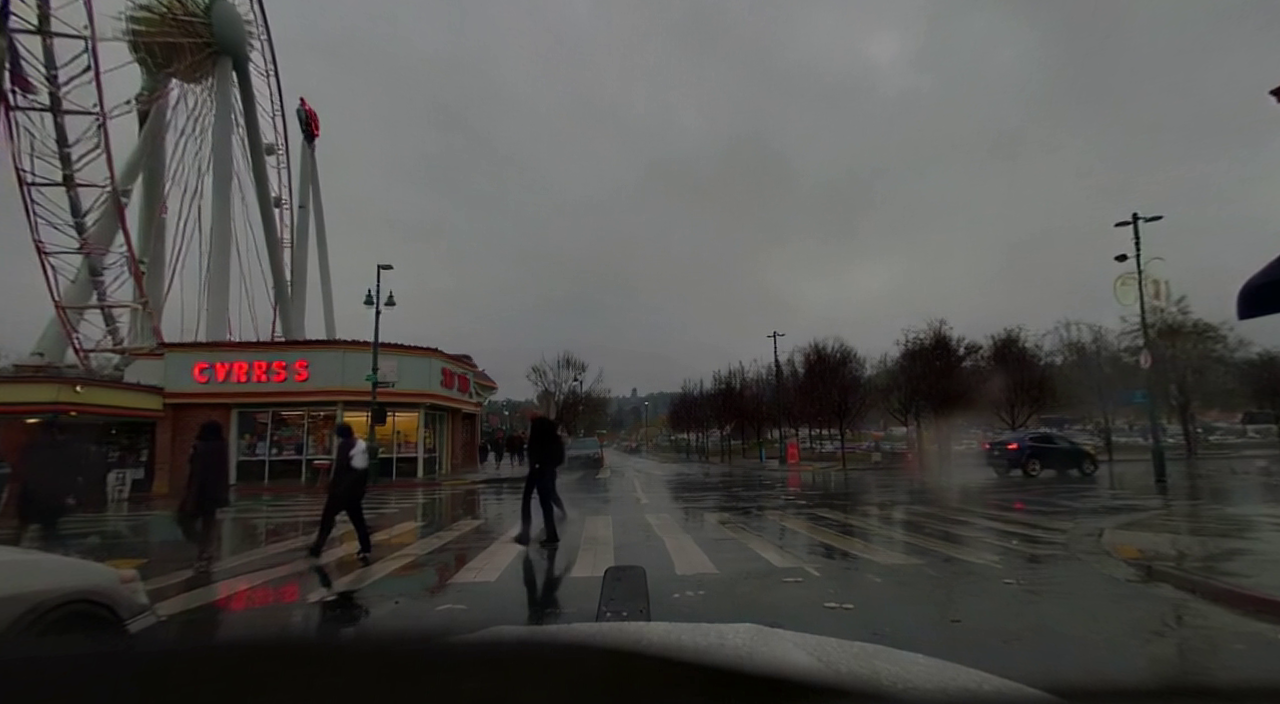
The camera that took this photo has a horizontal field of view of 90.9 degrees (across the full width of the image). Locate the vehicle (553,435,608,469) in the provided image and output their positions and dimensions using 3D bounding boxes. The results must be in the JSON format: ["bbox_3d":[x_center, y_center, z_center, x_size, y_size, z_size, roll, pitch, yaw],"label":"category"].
[{"bbox_3d":[-3.890,6.350,40.259,2.549,2.000,5.699,2,-9,-15],"label":"vehicle"}]

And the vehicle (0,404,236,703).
[{"bbox_3d":[-3.370,0.788,1.180,1.940,1.505,4.676,-1,-9,3],"label":"vehicle"}]
